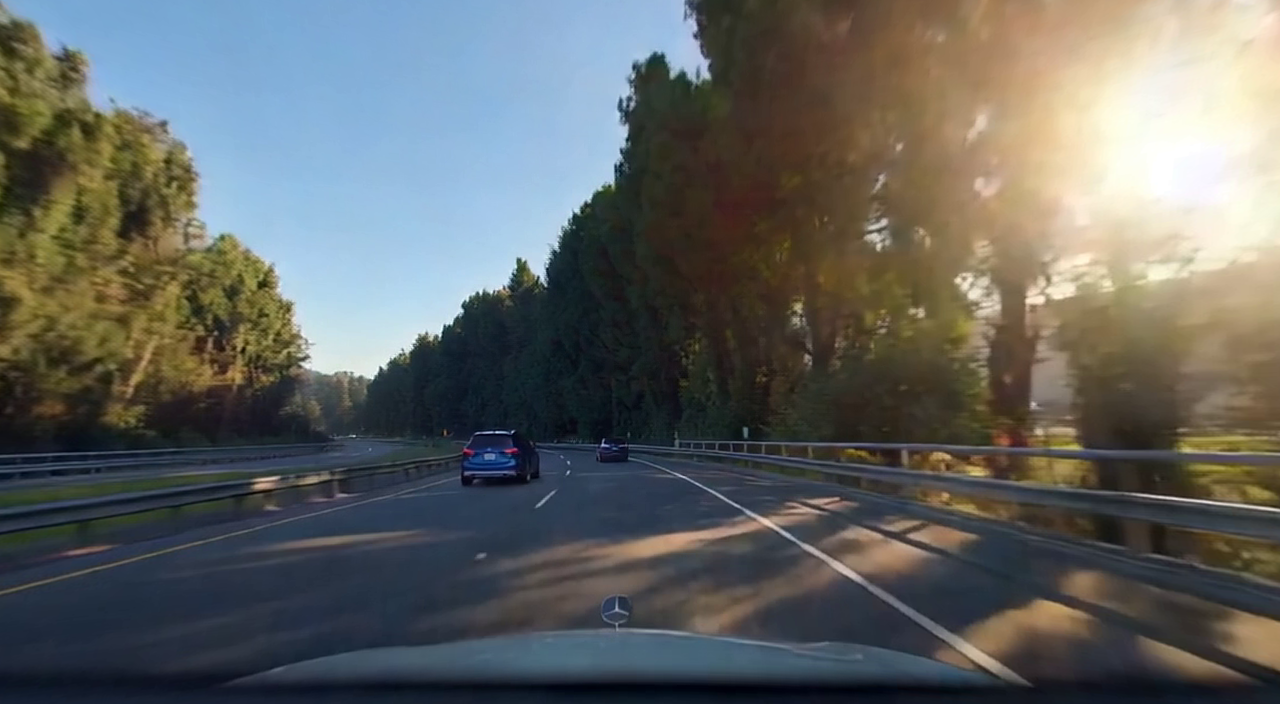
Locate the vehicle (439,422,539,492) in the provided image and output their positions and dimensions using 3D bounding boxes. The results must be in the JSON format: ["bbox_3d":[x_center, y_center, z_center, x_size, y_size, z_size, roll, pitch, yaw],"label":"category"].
[{"bbox_3d":[-4.423,3.140,19.325,2.053,1.847,4.760,0,-8,-2],"label":"vehicle"}]

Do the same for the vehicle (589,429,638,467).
[{"bbox_3d":[-1.463,5.023,33.319,2.452,1.857,4.022,1,-8,-5],"label":"vehicle"}]
